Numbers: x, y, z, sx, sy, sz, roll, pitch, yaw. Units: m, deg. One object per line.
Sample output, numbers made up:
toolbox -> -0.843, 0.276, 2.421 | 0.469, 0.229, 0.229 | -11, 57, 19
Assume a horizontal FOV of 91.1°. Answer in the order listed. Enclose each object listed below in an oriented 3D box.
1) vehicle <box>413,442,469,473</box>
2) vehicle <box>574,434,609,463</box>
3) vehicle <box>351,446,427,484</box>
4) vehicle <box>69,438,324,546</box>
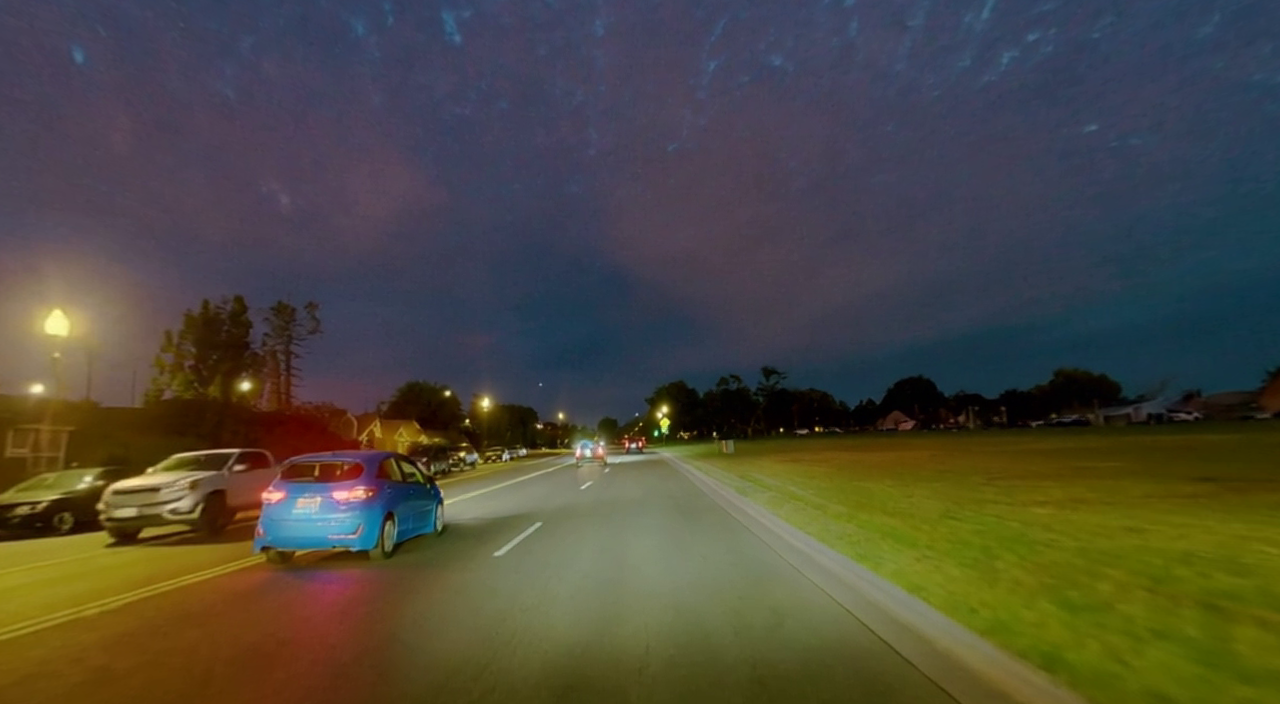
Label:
vehicle -> -12.390, 6.594, 39.431 | 2.066, 1.785, 4.608 | 0, -9, 0
vehicle -> -3.112, 6.313, 41.168 | 1.908, 1.809, 4.230 | 0, -8, 1
vehicle -> -12.441, 5.593, 31.481 | 2.106, 1.701, 4.629 | 0, -8, -4
vehicle -> -9.174, 2.868, 13.687 | 2.019, 1.907, 4.697 | 0, -9, 1
